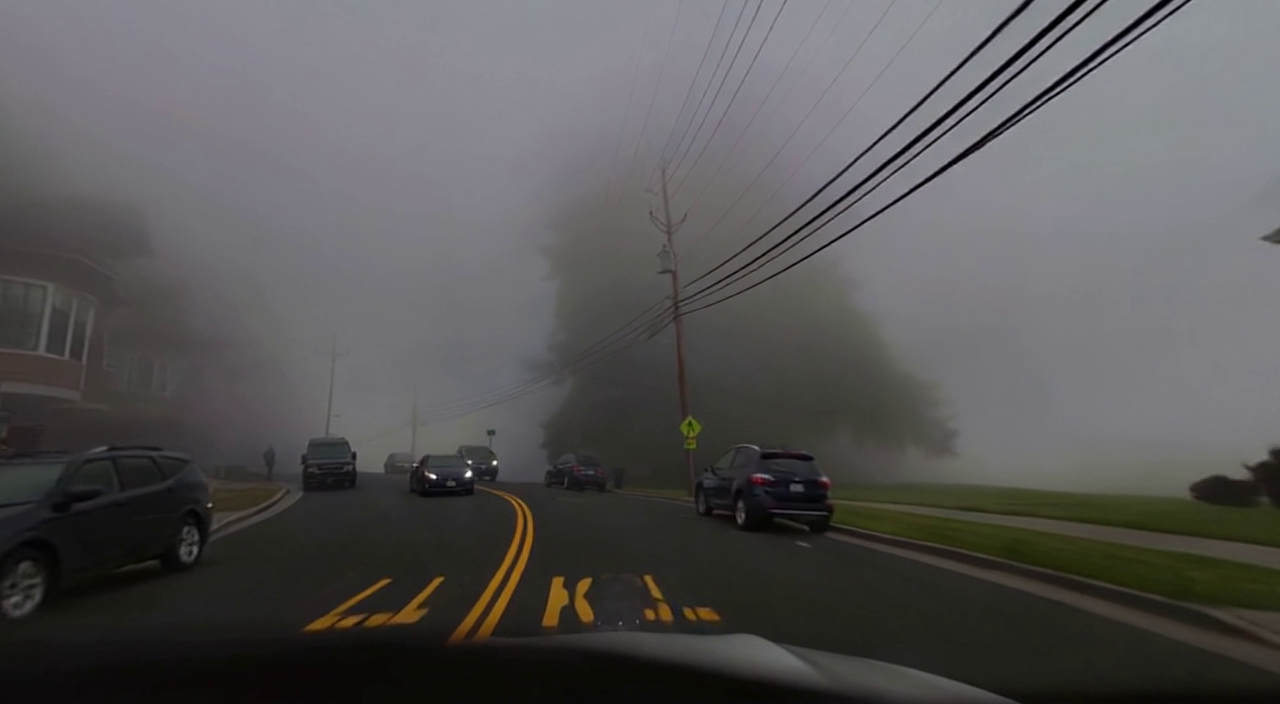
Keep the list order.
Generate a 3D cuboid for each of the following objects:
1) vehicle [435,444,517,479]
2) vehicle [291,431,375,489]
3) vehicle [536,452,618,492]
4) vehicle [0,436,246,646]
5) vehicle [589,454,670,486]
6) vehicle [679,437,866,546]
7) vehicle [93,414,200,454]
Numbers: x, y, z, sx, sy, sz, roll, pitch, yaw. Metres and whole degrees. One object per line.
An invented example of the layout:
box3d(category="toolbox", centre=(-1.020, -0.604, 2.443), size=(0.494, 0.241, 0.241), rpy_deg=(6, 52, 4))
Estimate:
box3d(category="vehicle", centre=(-10.270, 6.783, 39.297), size=(2.449, 1.869, 5.504), rpy_deg=(15, -16, -41))
box3d(category="vehicle", centre=(-11.440, 4.059, 23.521), size=(2.378, 1.840, 5.389), rpy_deg=(6, -12, -26))
box3d(category="vehicle", centre=(-2.904, 5.267, 28.037), size=(1.923, 1.531, 4.568), rpy_deg=(8, -11, -27))
box3d(category="vehicle", centre=(-6.266, 1.729, 6.257), size=(2.023, 1.674, 4.556), rpy_deg=(-1, -8, -4))
box3d(category="vehicle", centre=(-0.568, 6.558, 35.314), size=(4.163, 1.586, 2.023), rpy_deg=(7, -11, -39))
box3d(category="vehicle", centre=(2.360, 2.633, 12.683), size=(1.994, 1.682, 4.750), rpy_deg=(4, -9, -10))
box3d(category="vehicle", centre=(-26.483, 4.468, 34.003), size=(1.861, 1.569, 4.064), rpy_deg=(-11, -20, 41))
